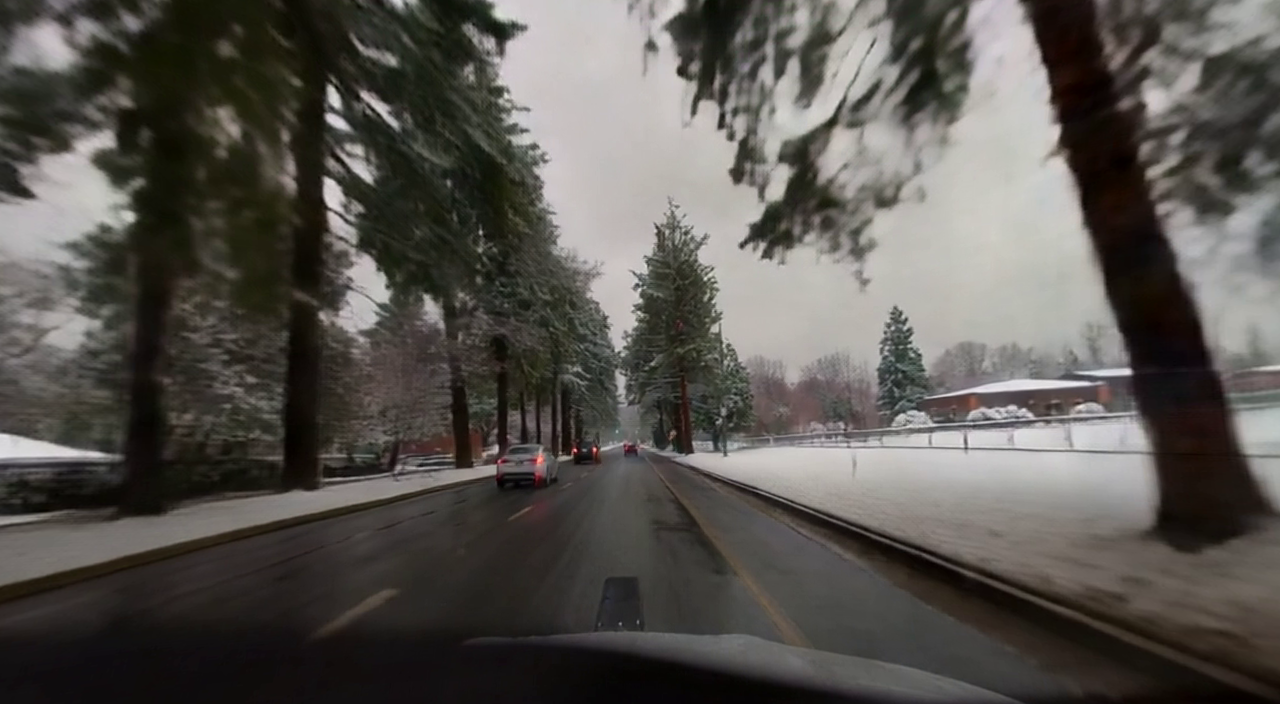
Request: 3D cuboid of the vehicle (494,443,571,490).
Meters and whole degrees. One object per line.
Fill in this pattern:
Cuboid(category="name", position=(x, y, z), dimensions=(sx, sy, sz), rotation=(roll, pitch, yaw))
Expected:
Cuboid(category="vehicle", position=(-3.641, 3.938, 22.096), dimensions=(1.932, 1.431, 4.144), rotation=(-1, -8, 1))
